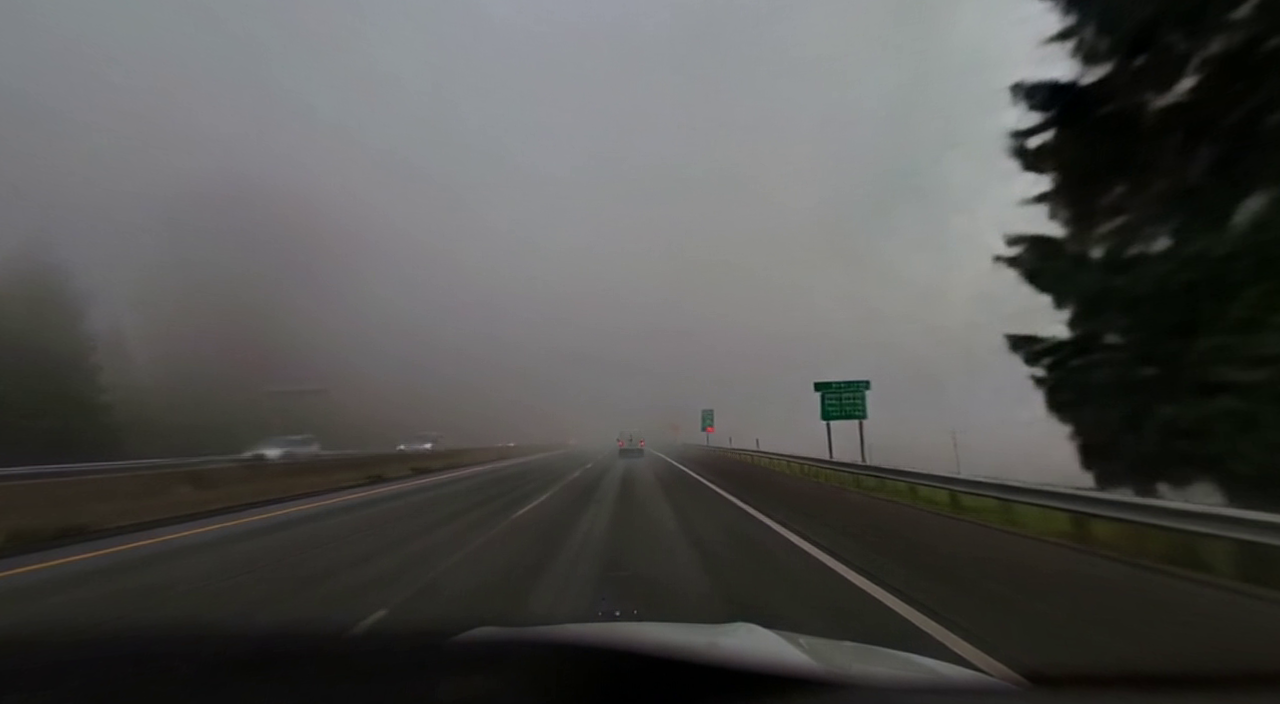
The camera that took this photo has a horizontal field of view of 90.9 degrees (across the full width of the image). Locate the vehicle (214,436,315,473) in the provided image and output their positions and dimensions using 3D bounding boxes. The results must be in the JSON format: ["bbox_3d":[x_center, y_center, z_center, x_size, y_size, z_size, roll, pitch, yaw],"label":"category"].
[{"bbox_3d":[-17.174,4.675,29.098,1.897,1.575,4.535,0,-8,-1],"label":"vehicle"}]

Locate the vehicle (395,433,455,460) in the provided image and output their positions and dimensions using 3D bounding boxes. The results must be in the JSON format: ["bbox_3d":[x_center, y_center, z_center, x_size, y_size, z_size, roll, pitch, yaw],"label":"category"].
[{"bbox_3d":[-12.397,5.462,36.609,1.993,1.508,4.223,0,-8,-1],"label":"vehicle"}]

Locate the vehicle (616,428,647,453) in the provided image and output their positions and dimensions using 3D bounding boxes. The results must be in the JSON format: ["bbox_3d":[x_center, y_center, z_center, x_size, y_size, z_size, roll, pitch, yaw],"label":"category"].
[{"bbox_3d":[-0.682,6.999,49.921,2.295,1.861,4.564,0,-8,-1],"label":"vehicle"}]
